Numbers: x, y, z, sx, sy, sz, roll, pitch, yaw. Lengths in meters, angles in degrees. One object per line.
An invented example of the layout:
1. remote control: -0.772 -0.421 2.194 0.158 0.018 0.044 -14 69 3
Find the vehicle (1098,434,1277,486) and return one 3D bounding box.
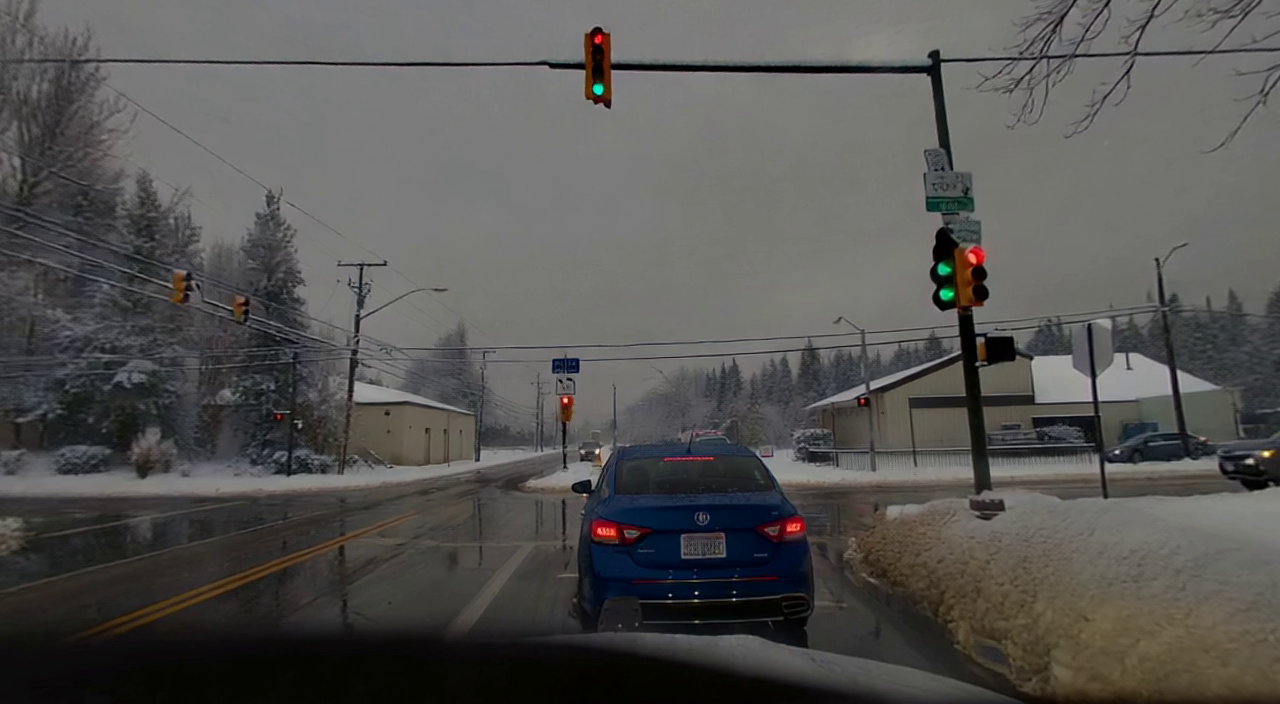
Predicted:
1. vehicle: 16.804 3.317 19.502 3.876 1.512 1.784 0 -8 -2

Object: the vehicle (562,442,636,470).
1. vehicle: -2.440 6.152 37.555 3.991 1.526 1.868 -4 -9 30

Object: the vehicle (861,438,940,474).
1. vehicle: 12.399 5.041 30.273 1.922 1.529 3.964 1 -11 -2

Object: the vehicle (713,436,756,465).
1. vehicle: 6.901 7.185 46.179 1.491 2.041 2.964 6 -9 -33
